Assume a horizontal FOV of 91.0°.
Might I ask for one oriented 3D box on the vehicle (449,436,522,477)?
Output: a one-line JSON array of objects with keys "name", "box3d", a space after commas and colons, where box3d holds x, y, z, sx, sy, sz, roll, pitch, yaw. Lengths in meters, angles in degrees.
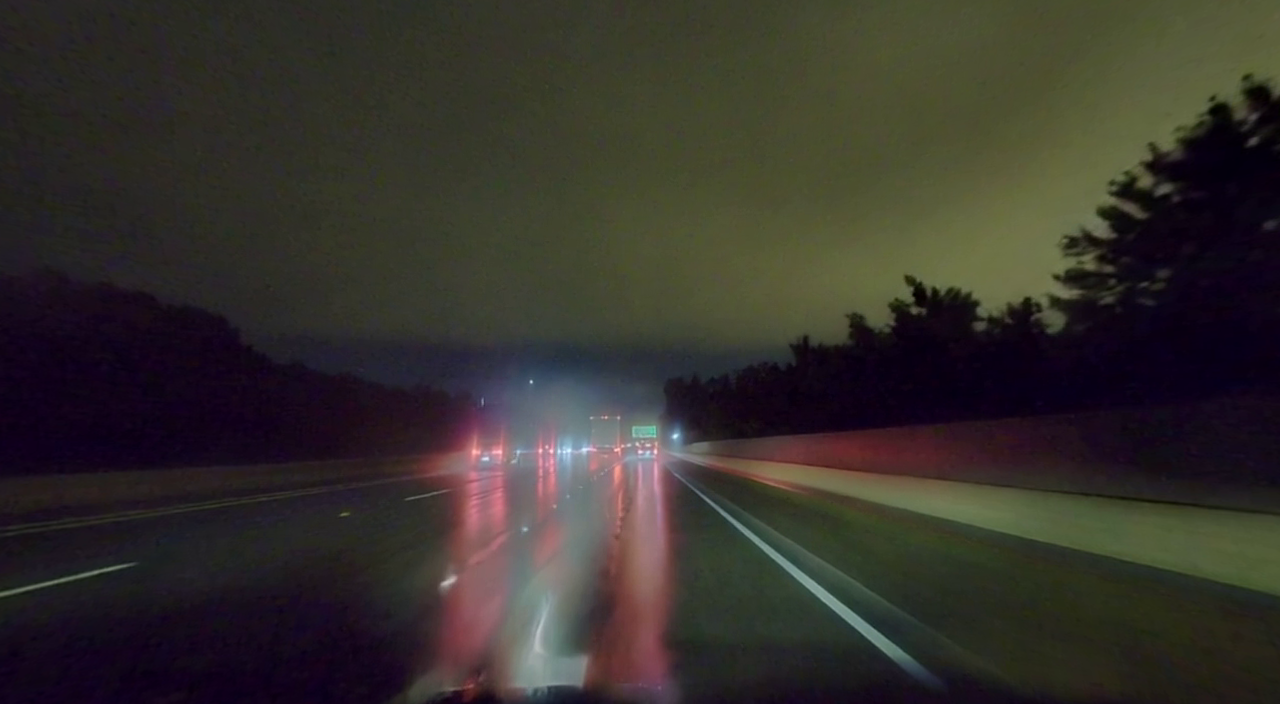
[{"name": "vehicle", "box3d": [-7.384, 5.050, 30.797, 2.115, 1.778, 5.572, 0, -9, 0]}]
